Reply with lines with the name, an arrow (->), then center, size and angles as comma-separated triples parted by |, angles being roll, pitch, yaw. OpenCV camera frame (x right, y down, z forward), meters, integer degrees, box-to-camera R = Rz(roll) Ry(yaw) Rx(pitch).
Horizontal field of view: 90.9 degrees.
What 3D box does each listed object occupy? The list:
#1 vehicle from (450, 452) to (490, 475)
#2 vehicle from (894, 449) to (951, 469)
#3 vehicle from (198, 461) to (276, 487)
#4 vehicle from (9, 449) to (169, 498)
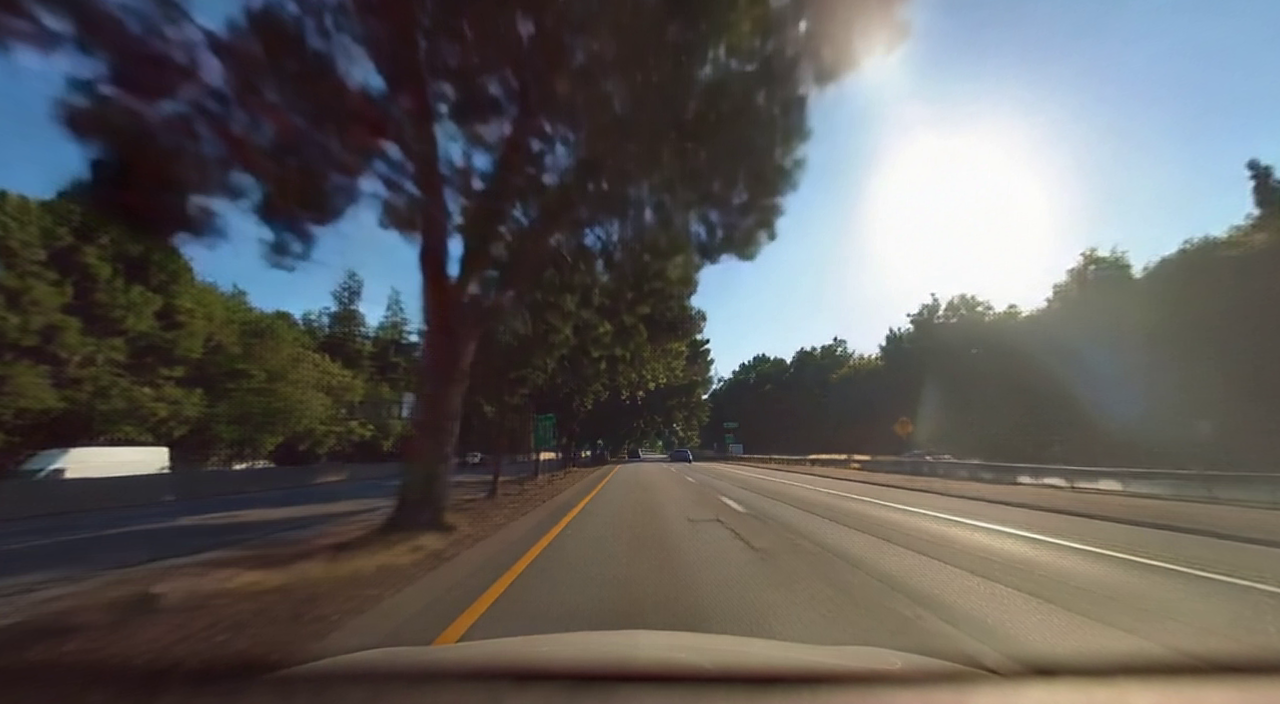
vehicle -> -12.678, 8.354, 47.304 | 1.854, 1.581, 3.953 | 0, -9, 1
vehicle -> 20.008, 7.573, 44.794 | 1.926, 1.386, 3.719 | 1, -9, -7
vehicle -> -25.434, 7.677, 39.948 | 1.887, 1.475, 4.485 | 0, -9, 1
vehicle -> -29.134, 6.394, 33.754 | 2.666, 2.344, 6.287 | 0, -9, 2
